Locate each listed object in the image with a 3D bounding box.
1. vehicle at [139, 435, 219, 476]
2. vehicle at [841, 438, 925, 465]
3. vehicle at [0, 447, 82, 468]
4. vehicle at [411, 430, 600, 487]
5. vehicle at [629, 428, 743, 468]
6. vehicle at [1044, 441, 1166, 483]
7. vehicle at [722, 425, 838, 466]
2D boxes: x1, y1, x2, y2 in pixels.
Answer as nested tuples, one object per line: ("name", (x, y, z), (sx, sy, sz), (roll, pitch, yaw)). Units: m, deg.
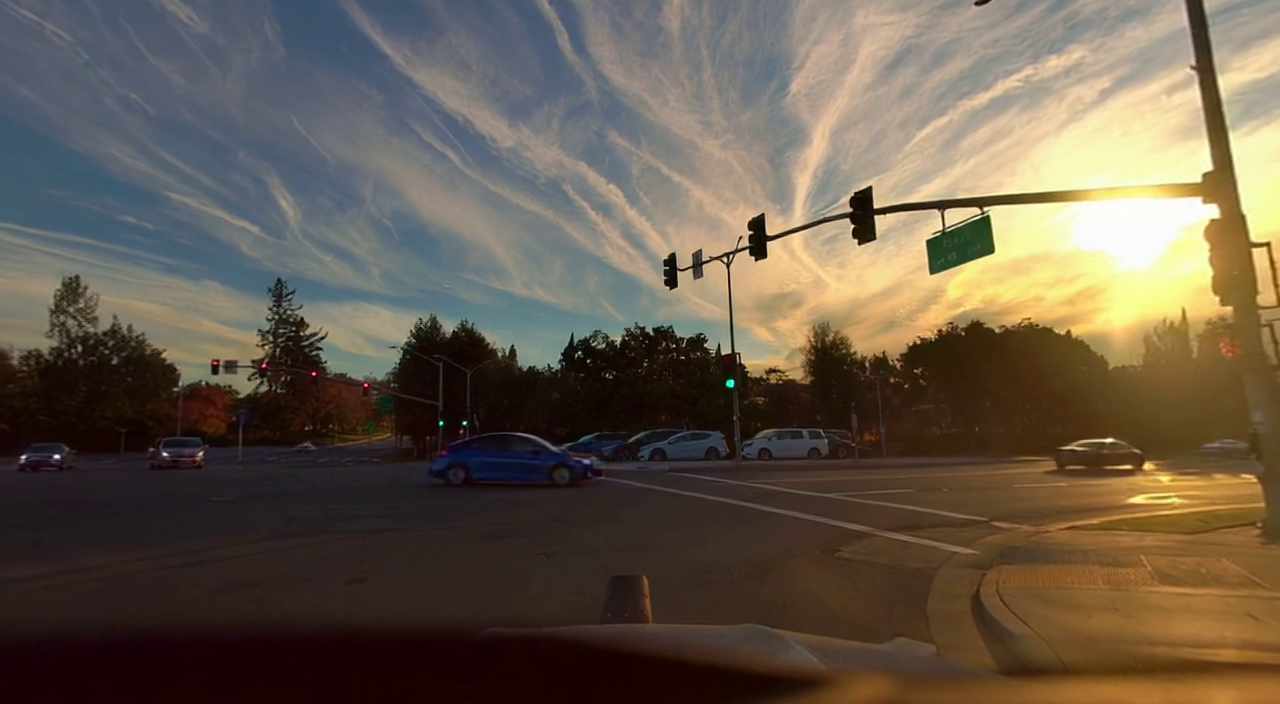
("vehicle", (-22.521, 4.972, 30.662), (2.450, 1.807, 5.332), (7, -11, -41))
("vehicle", (13.877, 5.645, 35.918), (4.457, 1.429, 1.862), (4, -9, -26))
("vehicle", (-44.282, 7.734, 46.227), (4.589, 1.462, 1.953), (0, -8, -5))
("vehicle", (-3.636, 2.922, 17.445), (4.686, 1.425, 2.018), (-2, -8, 12))
("vehicle", (1.945, 4.043, 26.729), (4.483, 1.589, 1.852), (4, -9, -26))
("vehicle", (17.251, 4.014, 23.338), (4.425, 1.366, 1.865), (4, -9, -29))
("vehicle", (7.350, 4.927, 33.077), (5.791, 1.964, 2.199), (5, -9, -26))
